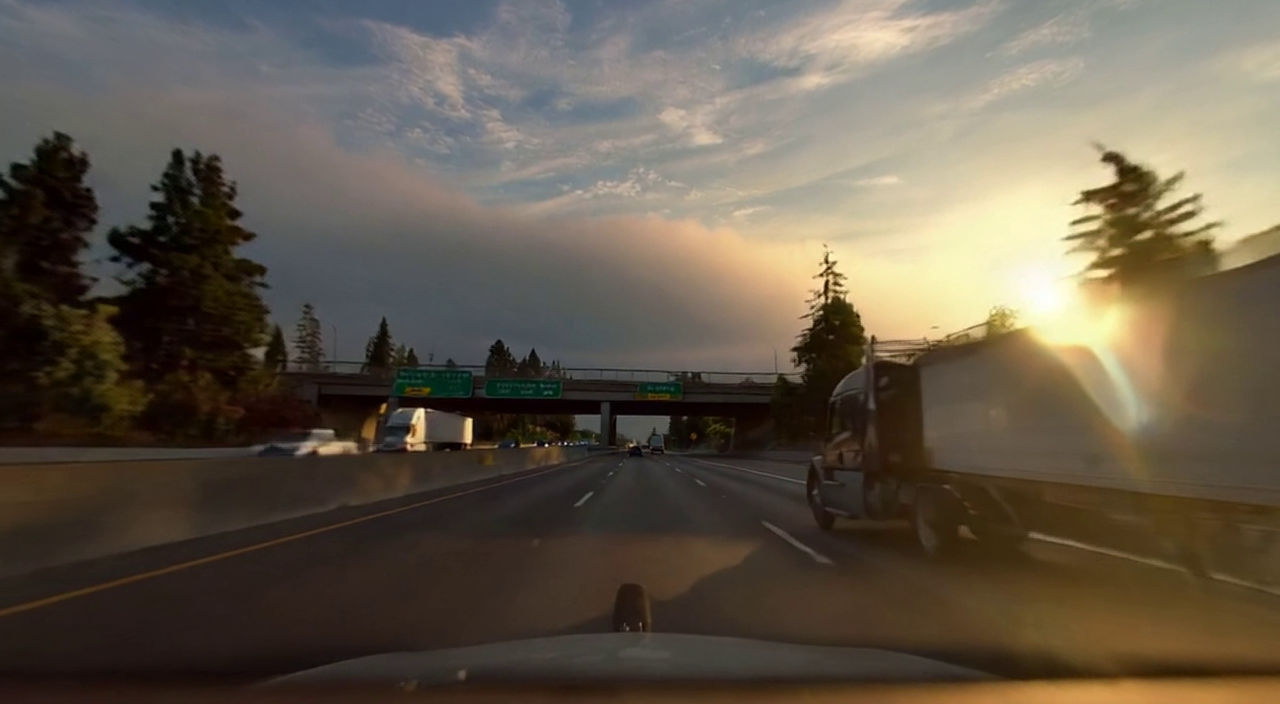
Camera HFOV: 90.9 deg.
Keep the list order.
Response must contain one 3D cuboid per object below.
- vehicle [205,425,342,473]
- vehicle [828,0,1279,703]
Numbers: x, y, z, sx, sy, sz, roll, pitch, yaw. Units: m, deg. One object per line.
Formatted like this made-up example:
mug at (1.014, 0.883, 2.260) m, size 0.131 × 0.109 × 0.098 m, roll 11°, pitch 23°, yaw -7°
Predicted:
vehicle at (-12.642, 3.410, 22.162) m, size 2.118 × 1.510 × 4.472 m, roll 0°, pitch -9°, yaw 1°
vehicle at (4.385, -0.594, 1.940) m, size 3.323 × 4.262 × 14.056 m, roll 0°, pitch -9°, yaw 0°
